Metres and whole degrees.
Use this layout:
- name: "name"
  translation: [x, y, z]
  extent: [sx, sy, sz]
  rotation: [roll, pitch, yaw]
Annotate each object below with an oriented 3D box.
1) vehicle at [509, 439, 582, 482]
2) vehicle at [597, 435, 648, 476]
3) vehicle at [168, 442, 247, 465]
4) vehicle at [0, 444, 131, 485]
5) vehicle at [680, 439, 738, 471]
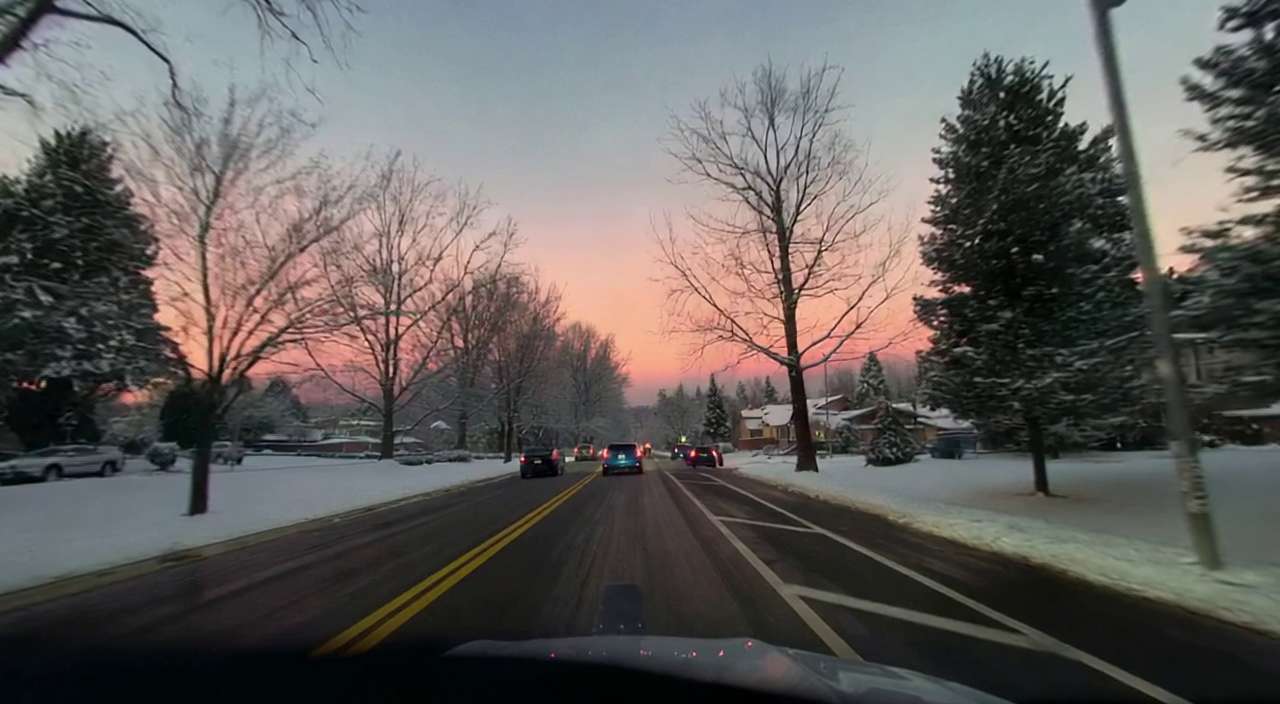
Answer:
- name: "vehicle"
  translation: [-3.448, 4.067, 23.835]
  extent: [2.032, 1.433, 4.458]
  rotation: [0, -8, 1]
- name: "vehicle"
  translation: [-0.765, 4.776, 29.221]
  extent: [2.220, 1.742, 4.047]
  rotation: [0, -8, 0]
- name: "vehicle"
  translation: [-33.397, 7.841, 48.519]
  extent: [4.600, 1.698, 1.993]
  rotation: [0, -8, 3]
- name: "vehicle"
  translation: [-23.924, 4.620, 26.149]
  extent: [1.928, 1.557, 4.181]
  rotation: [0, -9, -1]
- name: "vehicle"
  translation: [4.047, 5.905, 36.115]
  extent: [2.192, 1.677, 4.820]
  rotation: [-3, -9, 19]
